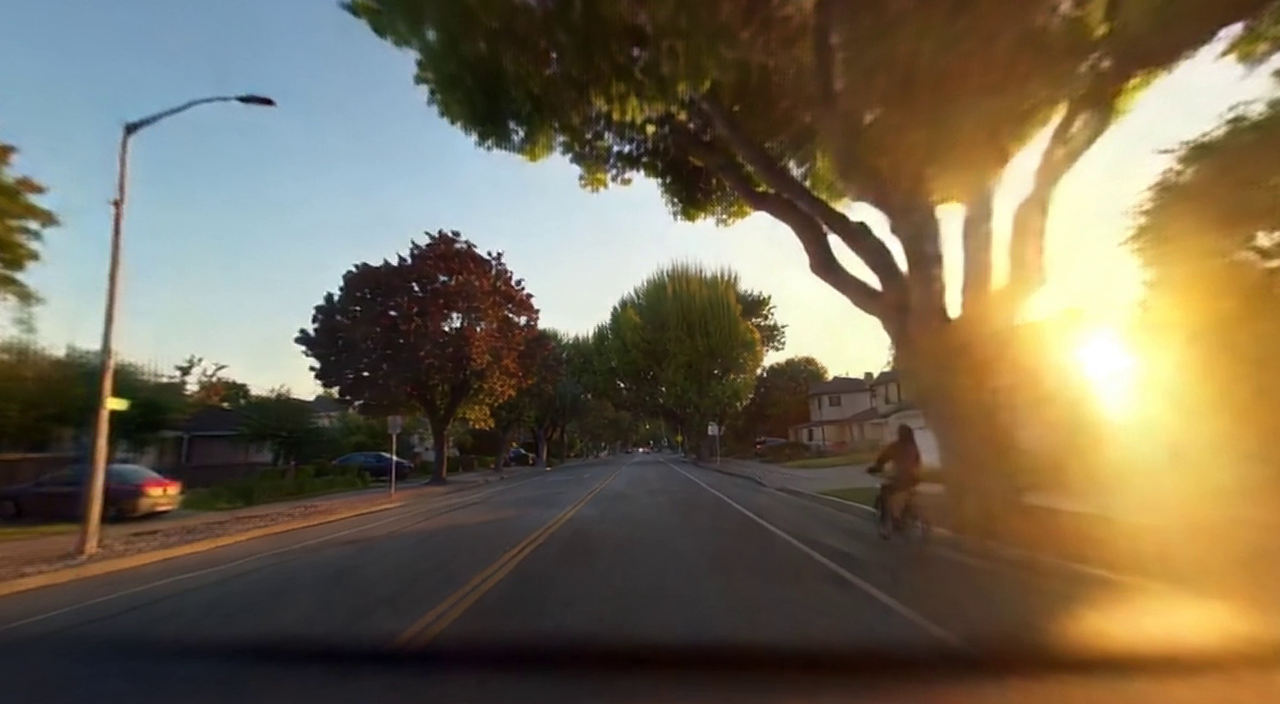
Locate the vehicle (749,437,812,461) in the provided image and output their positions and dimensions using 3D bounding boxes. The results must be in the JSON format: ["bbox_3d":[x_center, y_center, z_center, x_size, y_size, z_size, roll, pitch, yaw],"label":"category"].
[{"bbox_3d":[10.808,7.519,48.870,4.449,1.765,1.917,-1,-9,4],"label":"vehicle"}]

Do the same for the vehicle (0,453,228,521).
[{"bbox_3d":[-12.892,3.149,15.044,4.717,1.465,1.887,0,-9,-3],"label":"vehicle"}]

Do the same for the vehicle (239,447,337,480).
[{"bbox_3d":[-19.536,6.142,35.124,4.455,1.707,1.939,6,-11,-36],"label":"vehicle"}]

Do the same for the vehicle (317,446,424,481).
[{"bbox_3d":[-13.704,5.682,32.328,4.587,1.722,1.906,0,-9,-1],"label":"vehicle"}]
